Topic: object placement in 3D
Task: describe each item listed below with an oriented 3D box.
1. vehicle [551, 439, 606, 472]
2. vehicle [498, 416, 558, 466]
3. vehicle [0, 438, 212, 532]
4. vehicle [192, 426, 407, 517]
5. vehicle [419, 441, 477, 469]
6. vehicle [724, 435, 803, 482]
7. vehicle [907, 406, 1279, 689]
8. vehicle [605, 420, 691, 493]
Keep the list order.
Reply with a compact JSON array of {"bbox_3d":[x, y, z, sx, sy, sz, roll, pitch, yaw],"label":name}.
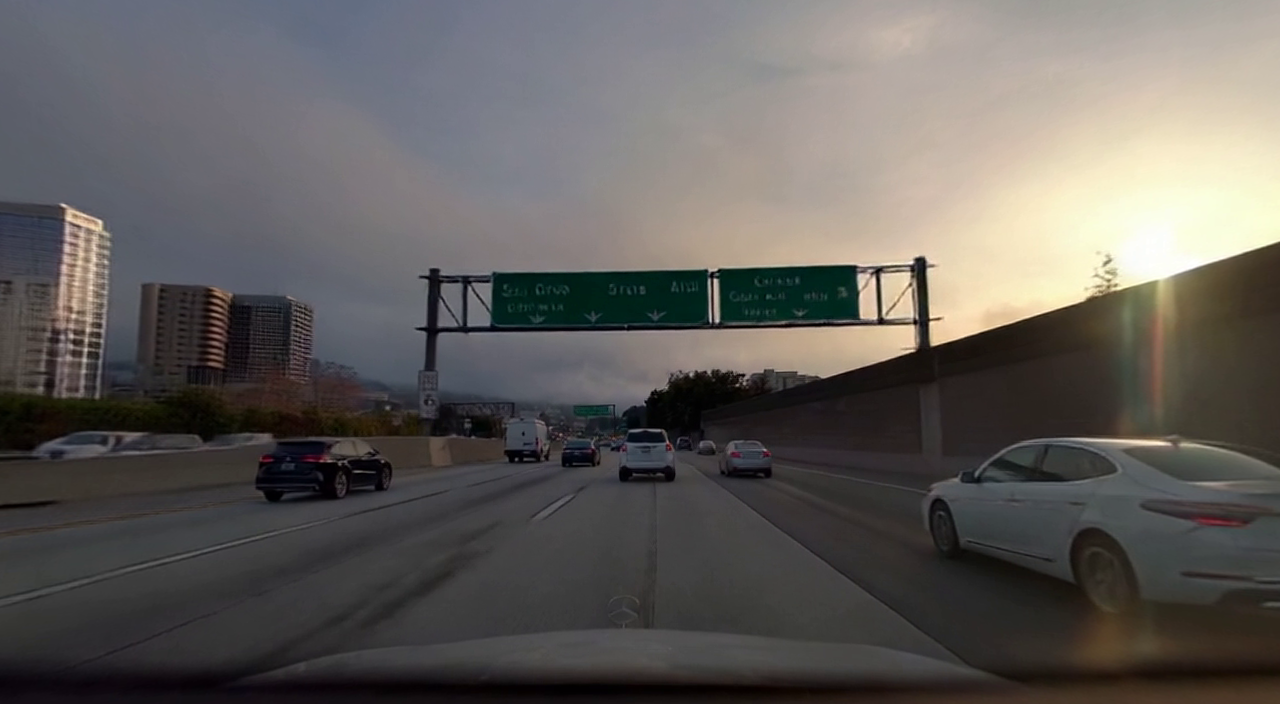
[{"bbox_3d":[-2.975,5.105,31.488,2.079,1.499,4.512,0,-8,2],"label":"vehicle"},{"bbox_3d":[-6.791,5.545,39.295,2.358,2.817,7.055,0,-8,1],"label":"vehicle"},{"bbox_3d":[-10.828,2.395,12.079,1.970,1.441,4.555,0,-8,2],"label":"vehicle"},{"bbox_3d":[-6.982,2.476,13.630,2.021,1.632,4.417,0,-8,2],"label":"vehicle"},{"bbox_3d":[-10.659,5.747,35.324,1.923,1.480,3.905,0,-8,1],"label":"vehicle"},{"bbox_3d":[4.278,3.758,22.559,1.942,1.487,4.518,0,-8,0],"label":"vehicle"},{"bbox_3d":[4.324,1.357,5.614,1.915,1.482,4.537,0,-8,0],"label":"vehicle"},{"bbox_3d":[0.253,3.024,18.651,2.209,1.863,4.626,0,-8,1],"label":"vehicle"}]
